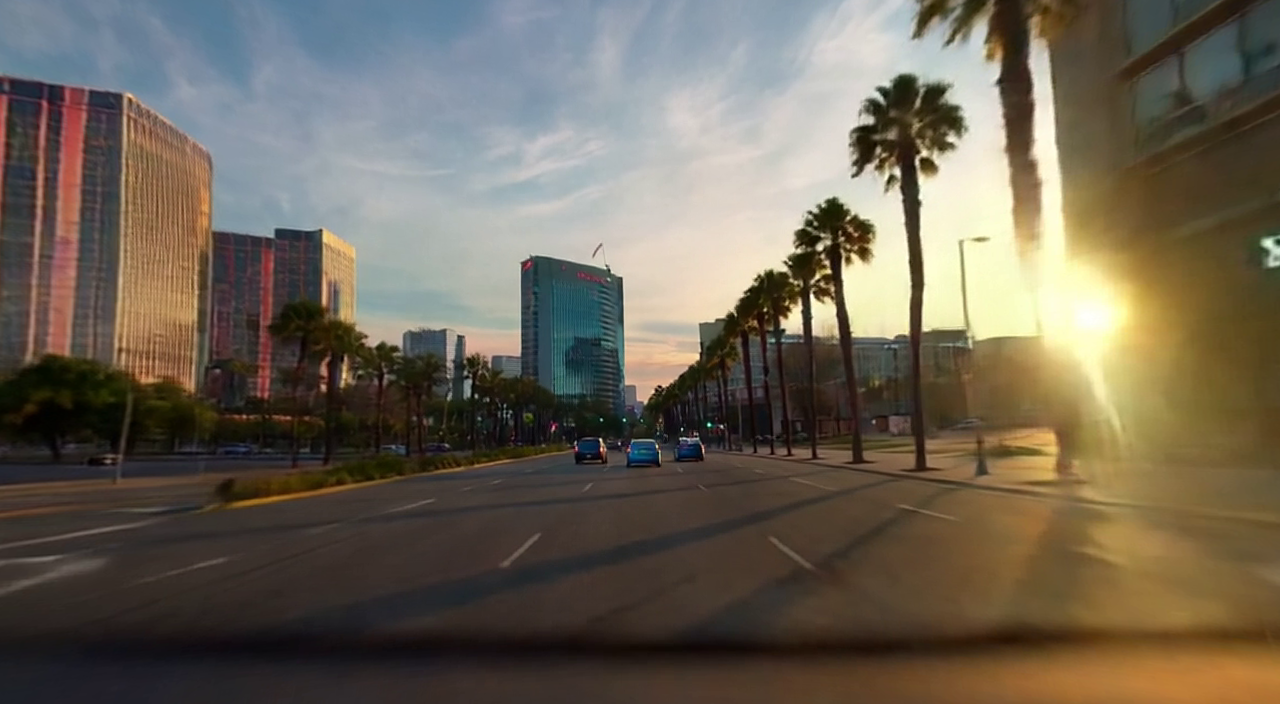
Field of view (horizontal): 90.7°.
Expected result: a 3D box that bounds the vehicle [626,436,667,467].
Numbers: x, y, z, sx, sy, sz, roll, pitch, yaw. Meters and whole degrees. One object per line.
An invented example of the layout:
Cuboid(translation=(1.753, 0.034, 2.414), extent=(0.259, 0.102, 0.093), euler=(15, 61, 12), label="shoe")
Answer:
Cuboid(translation=(0.333, 5.596, 35.742), extent=(2.160, 1.615, 4.117), euler=(0, -8, 0), label="vehicle")

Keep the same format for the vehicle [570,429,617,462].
Cuboid(translation=(-3.063, 6.384, 43.100), extent=(2.672, 2.064, 5.681), euler=(0, -8, 0), label="vehicle")
